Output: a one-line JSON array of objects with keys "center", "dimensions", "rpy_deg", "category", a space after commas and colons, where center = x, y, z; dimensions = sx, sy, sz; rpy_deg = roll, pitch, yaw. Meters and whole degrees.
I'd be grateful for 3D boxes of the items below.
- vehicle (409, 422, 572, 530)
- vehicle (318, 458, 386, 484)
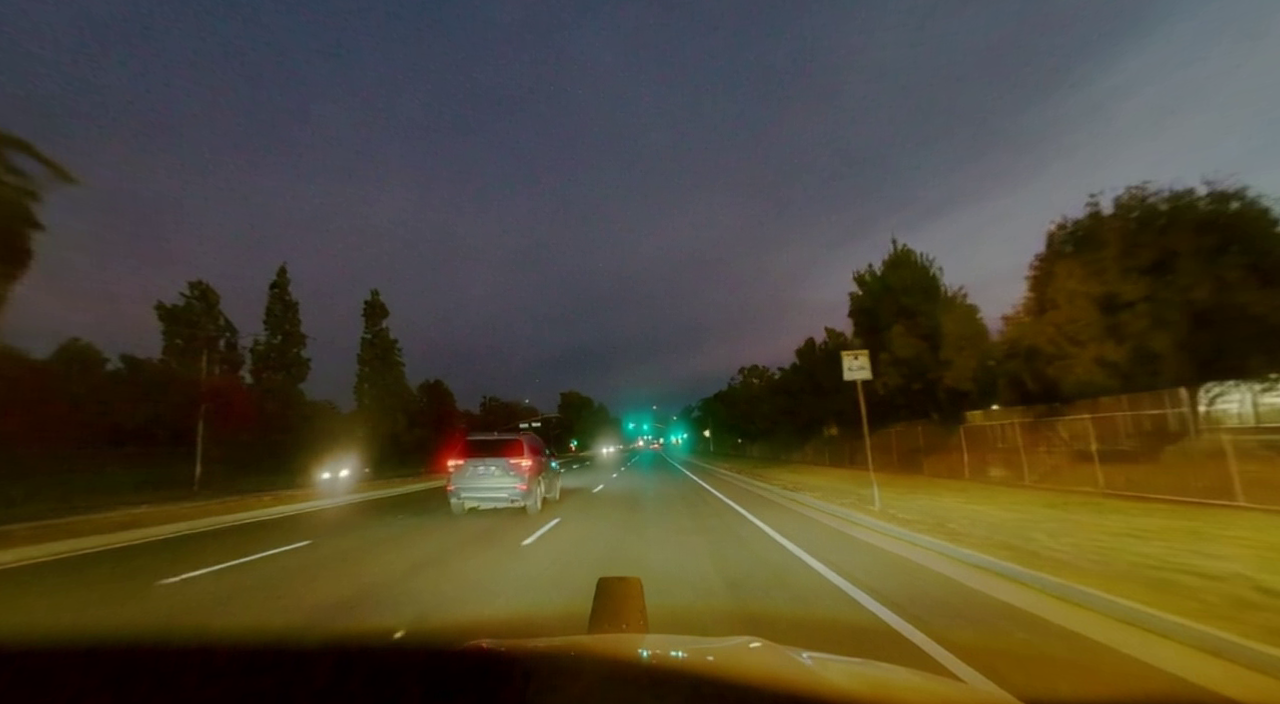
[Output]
[{"center": [-2.865, 2.505, 13.394], "dimensions": [2.160, 1.855, 4.695], "rpy_deg": [0, -8, 2], "category": "vehicle"}, {"center": [-18.714, 7.702, 41.158], "dimensions": [1.978, 1.541, 4.664], "rpy_deg": [-1, -9, 4], "category": "vehicle"}]
